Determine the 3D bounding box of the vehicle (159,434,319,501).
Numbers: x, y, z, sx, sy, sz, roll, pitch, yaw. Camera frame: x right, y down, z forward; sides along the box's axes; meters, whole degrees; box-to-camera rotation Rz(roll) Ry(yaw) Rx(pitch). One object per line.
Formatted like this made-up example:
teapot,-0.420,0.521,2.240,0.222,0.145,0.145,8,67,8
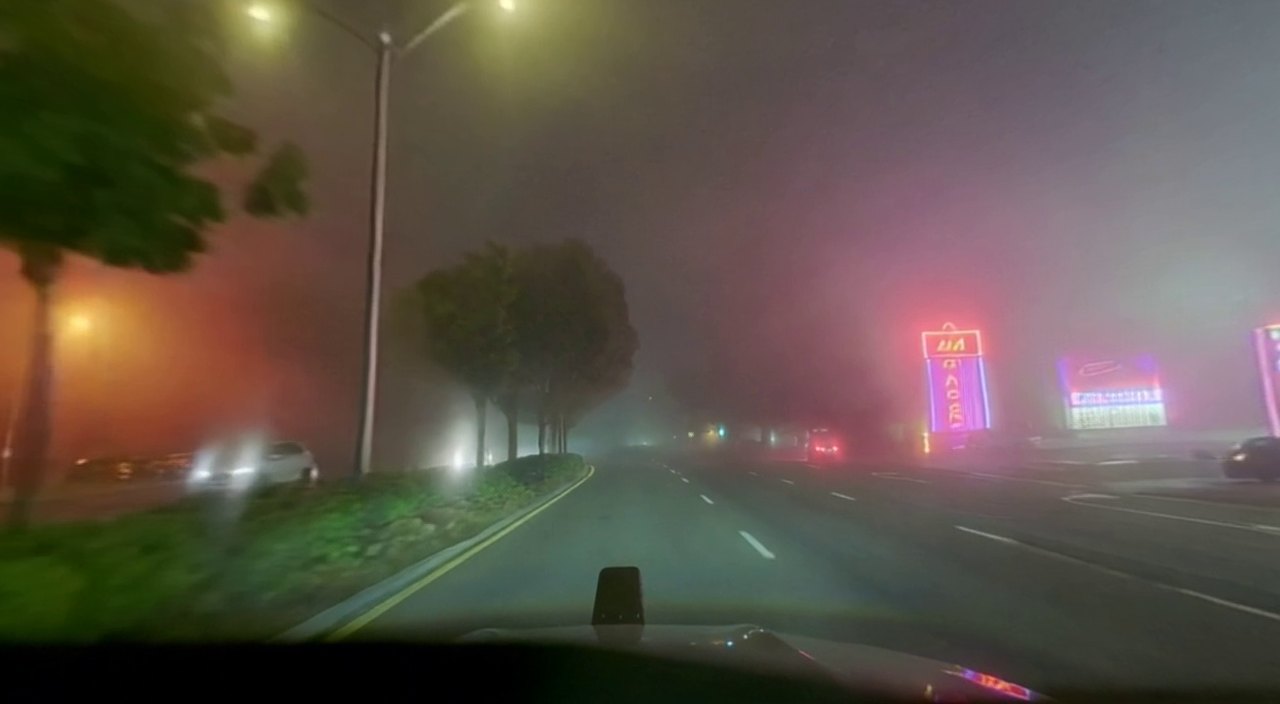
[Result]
vehicle,-11.659,3.362,18.808,1.985,1.715,4.330,0,-8,-2

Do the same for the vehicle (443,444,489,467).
vehicle,-11.983,7.146,43.840,1.937,1.508,4.650,0,-8,-1

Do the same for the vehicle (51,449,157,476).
vehicle,-30.869,6.370,36.498,4.308,1.474,1.917,0,-8,-2

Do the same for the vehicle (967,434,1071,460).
vehicle,22.316,5.622,37.373,4.724,1.471,2.203,0,-8,-2

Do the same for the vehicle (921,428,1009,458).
vehicle,22.624,6.362,44.185,4.824,1.976,2.281,-1,-8,2
